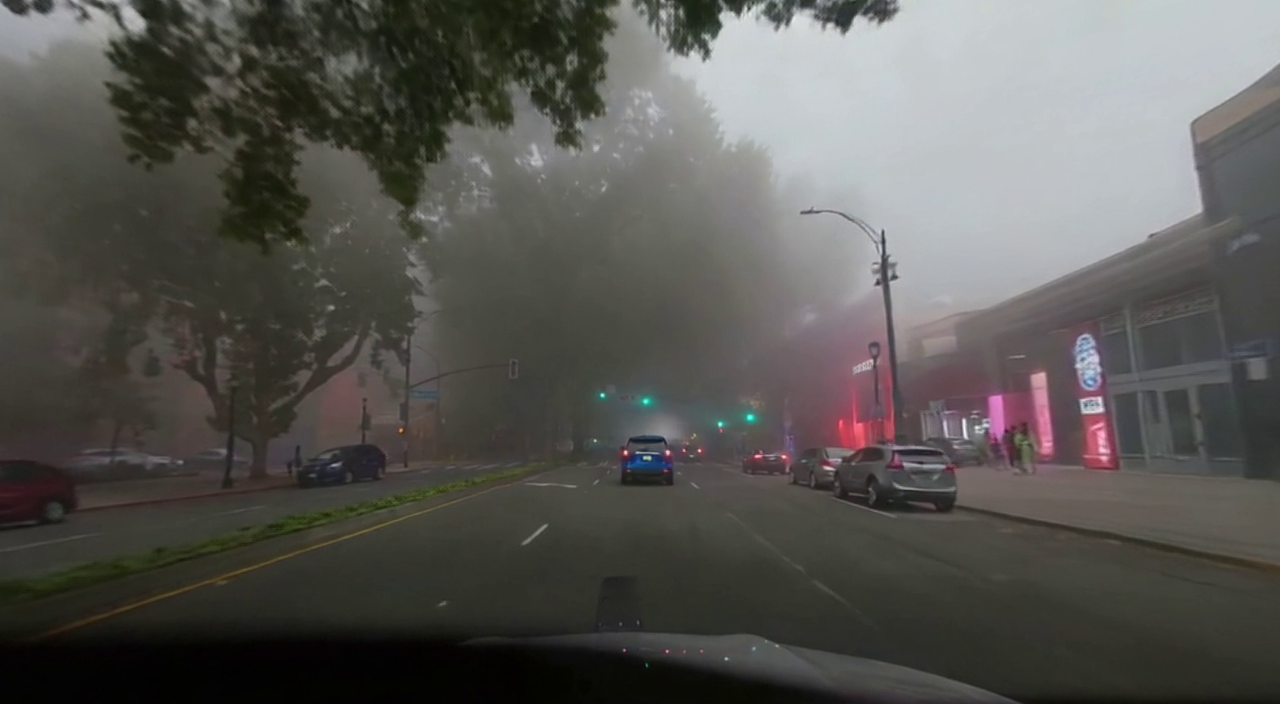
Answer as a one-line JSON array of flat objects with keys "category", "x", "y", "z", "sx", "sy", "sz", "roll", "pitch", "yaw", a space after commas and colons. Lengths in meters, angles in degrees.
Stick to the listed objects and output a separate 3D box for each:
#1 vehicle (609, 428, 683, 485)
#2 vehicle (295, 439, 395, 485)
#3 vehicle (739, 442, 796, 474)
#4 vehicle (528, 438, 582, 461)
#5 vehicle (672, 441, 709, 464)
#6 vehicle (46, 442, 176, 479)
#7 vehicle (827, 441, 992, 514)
[{"category": "vehicle", "x": 0.161, "y": 3.703, "z": 22.610, "sx": 2.382, "sy": 1.796, "sz": 4.610, "roll": 0, "pitch": -8, "yaw": -1}, {"category": "vehicle", "x": -13.728, "y": 5.124, "z": 29.852, "sx": 2.197, "sy": 1.985, "sz": 5.183, "roll": 0, "pitch": -8, "yaw": 0}, {"category": "vehicle", "x": 6.460, "y": 5.397, "z": 32.459, "sx": 1.986, "sy": 1.515, "sz": 4.265, "roll": 0, "pitch": -8, "yaw": -1}, {"category": "vehicle", "x": -6.758, "y": 7.703, "z": 49.914, "sx": 2.125, "sy": 1.757, "sz": 4.427, "roll": 7, "pitch": -11, "yaw": -39}, {"category": "vehicle", "x": 3.454, "y": 6.931, "z": 43.744, "sx": 2.209, "sy": 1.478, "sz": 4.138, "roll": 0, "pitch": -8, "yaw": 0}, {"category": "vehicle", "x": -28.031, "y": 5.754, "z": 33.600, "sx": 4.767, "sy": 1.843, "sz": 2.339, "roll": 0, "pitch": -9, "yaw": 1}, {"category": "vehicle", "x": 6.334, "y": 2.974, "z": 15.579, "sx": 2.048, "sy": 1.484, "sz": 4.709, "roll": 0, "pitch": -8, "yaw": 1}]
